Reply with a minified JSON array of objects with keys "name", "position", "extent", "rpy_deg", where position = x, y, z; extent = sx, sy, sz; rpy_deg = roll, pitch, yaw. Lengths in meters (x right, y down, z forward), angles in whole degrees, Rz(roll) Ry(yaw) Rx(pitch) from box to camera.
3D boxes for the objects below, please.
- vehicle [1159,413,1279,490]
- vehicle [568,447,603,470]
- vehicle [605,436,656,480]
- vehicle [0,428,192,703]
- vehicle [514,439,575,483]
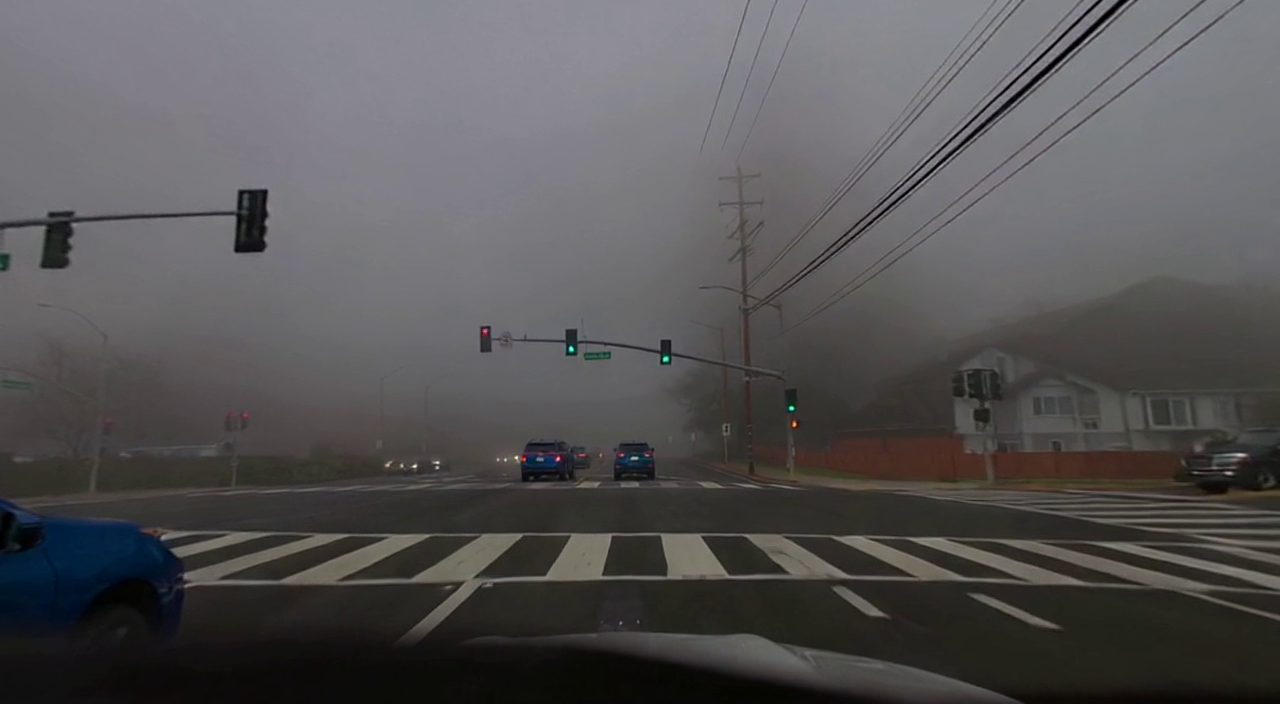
[{"name":"vehicle","position":[18.320,2.733,17.424],"extent":[5.652,1.990,2.190],"rpy_deg":[-2,-9,13]},{"name":"vehicle","position":[-3.646,7.170,42.650],"extent":[1.863,1.449,4.153],"rpy_deg":[0,-8,2]},{"name":"vehicle","position":[-0.415,4.798,28.904],"extent":[2.155,1.836,4.250],"rpy_deg":[0,-8,0]},{"name":"vehicle","position":[-3.305,0.800,1.038],"extent":[1.901,1.409,4.442],"rpy_deg":[0,-8,0]},{"name":"vehicle","position":[-3.902,4.515,26.507],"extent":[1.899,1.685,4.121],"rpy_deg":[0,-8,1]}]
